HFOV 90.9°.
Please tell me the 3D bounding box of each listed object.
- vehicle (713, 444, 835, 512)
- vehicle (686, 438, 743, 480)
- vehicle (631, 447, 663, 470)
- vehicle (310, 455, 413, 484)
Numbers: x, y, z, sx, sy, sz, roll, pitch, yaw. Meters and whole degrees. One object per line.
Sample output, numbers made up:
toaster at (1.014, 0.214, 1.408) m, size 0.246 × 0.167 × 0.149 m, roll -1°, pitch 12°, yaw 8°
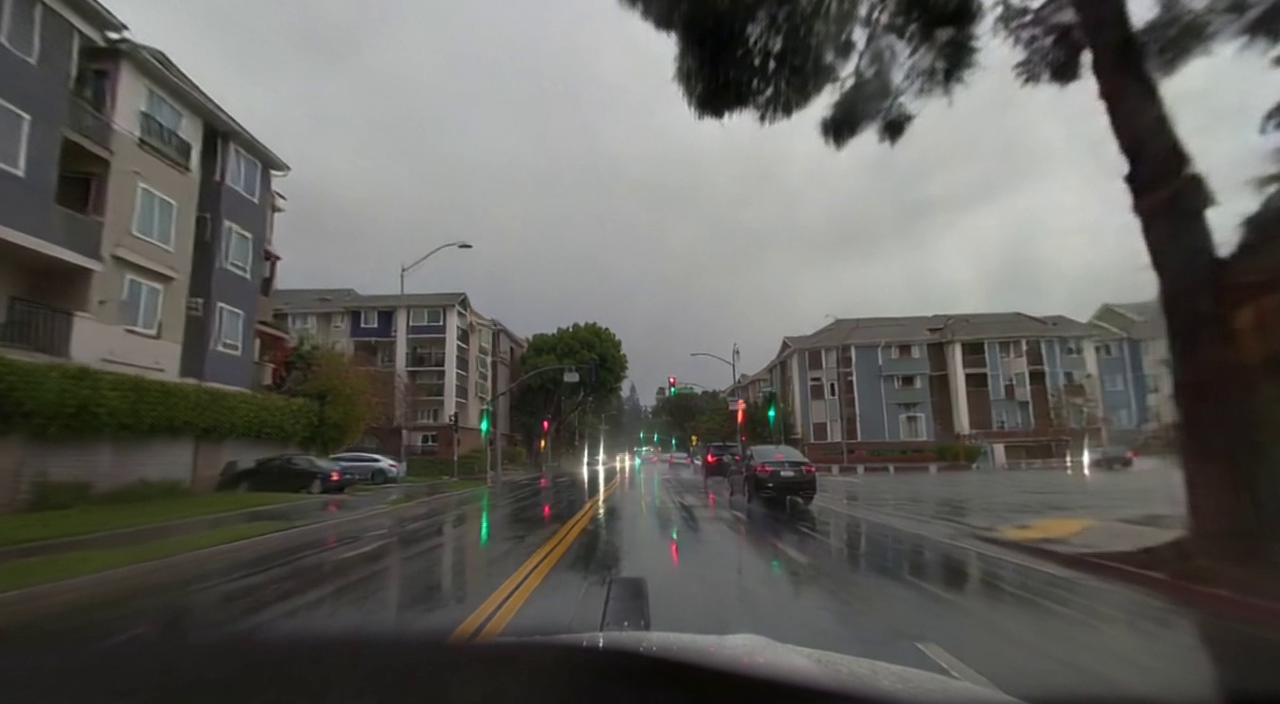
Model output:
vehicle at (3.254, 3.147, 16.398) m, size 2.078 × 1.488 × 4.741 m, roll 0°, pitch -8°, yaw -1°
vehicle at (3.535, 5.139, 30.650) m, size 2.199 × 1.872 × 4.513 m, roll 0°, pitch -8°, yaw 0°
vehicle at (0.460, 7.404, 44.051) m, size 2.097 × 1.463 × 4.043 m, roll 0°, pitch -8°, yaw -1°
vehicle at (-15.202, 6.413, 34.547) m, size 4.727 × 1.483 × 2.002 m, roll -1°, pitch -8°, yaw 3°
